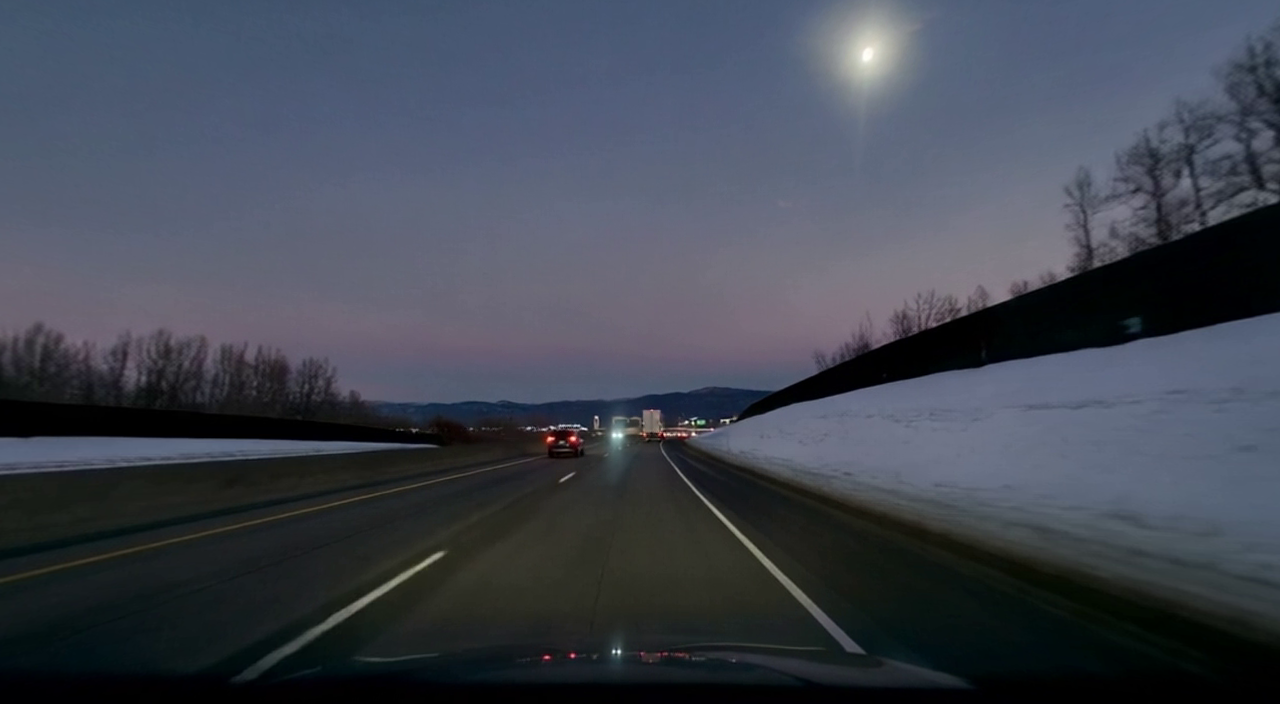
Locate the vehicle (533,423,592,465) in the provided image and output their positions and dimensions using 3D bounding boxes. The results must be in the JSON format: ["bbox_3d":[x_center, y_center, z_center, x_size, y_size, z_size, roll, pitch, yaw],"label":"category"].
[{"bbox_3d":[-3.380,4.089,28.121,2.018,1.678,4.312,0,-8,1],"label":"vehicle"}]
